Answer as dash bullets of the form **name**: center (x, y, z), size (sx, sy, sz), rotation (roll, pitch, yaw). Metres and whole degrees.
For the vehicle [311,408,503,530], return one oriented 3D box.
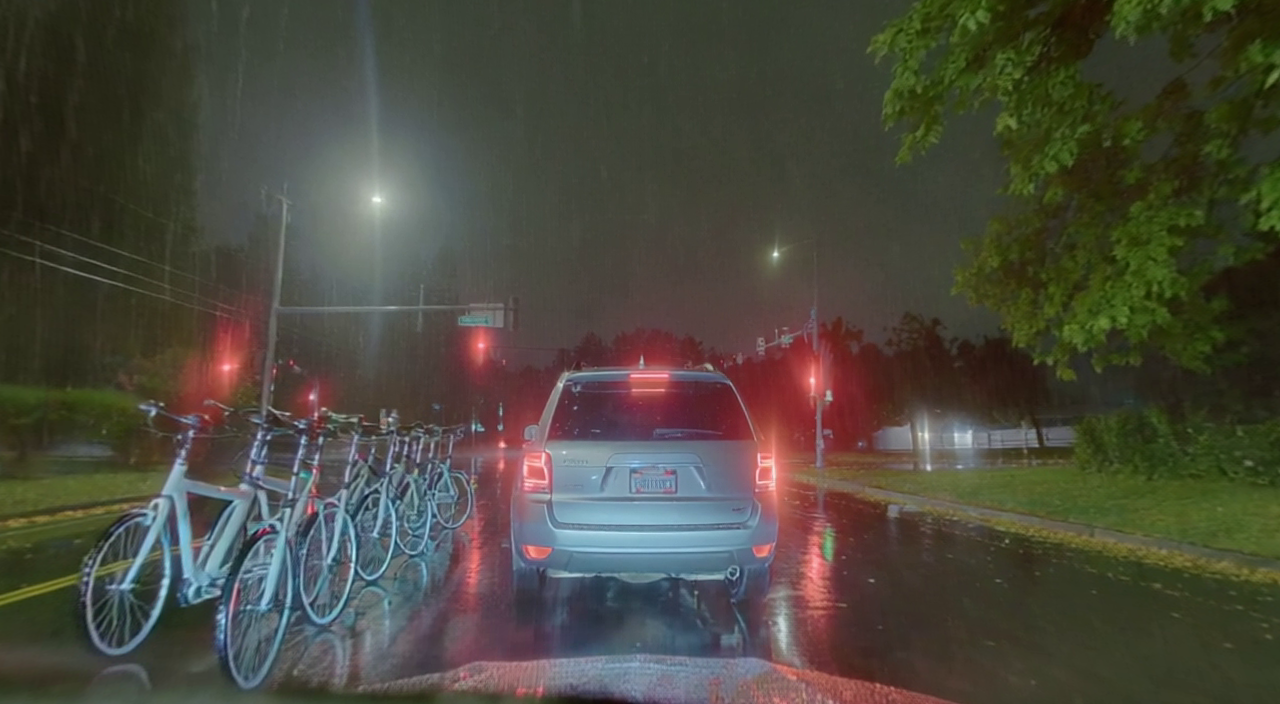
- **vehicle**: center (-4.207, 2.224, 12.598), size (2.337, 1.858, 5.409), rotation (1, -9, -7)

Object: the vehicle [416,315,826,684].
- **vehicle**: center (-0.249, 1.158, 6.005), size (2.333, 2.087, 4.586), rotation (1, -8, -4)

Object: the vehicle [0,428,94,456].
- **vehicle**: center (-35.752, 5.421, 38.030), size (3.926, 1.536, 1.731), rotation (0, -8, -9)

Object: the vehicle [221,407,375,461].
- **vehicle**: center (-22.060, 5.375, 41.204), size (8.040, 3.335, 3.070), rotation (1, -9, -7)
